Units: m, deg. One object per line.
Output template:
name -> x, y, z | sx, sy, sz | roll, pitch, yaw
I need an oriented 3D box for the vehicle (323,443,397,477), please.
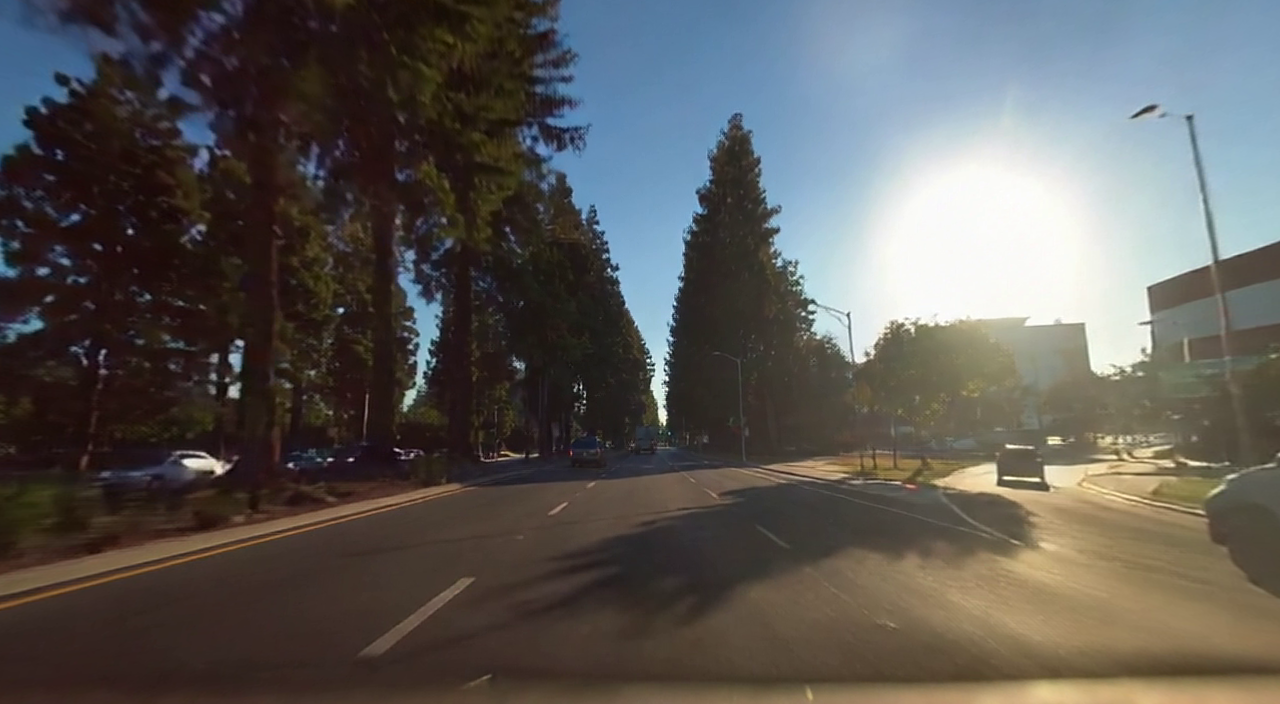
vehicle -> -16.129, 6.213, 36.616 | 2.182, 1.790, 4.713 | 0, -8, 0

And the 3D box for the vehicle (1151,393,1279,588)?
vehicle -> 7.631, 1.276, 5.424 | 2.381, 2.008, 5.971 | -2, -9, 11

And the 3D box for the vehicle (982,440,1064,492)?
vehicle -> 14.406, 4.241, 23.965 | 2.280, 1.757, 4.572 | -5, -10, 28

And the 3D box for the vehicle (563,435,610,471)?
vehicle -> -3.072, 5.941, 37.264 | 2.255, 1.940, 4.822 | 0, -8, 1

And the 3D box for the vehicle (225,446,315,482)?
vehicle -> -19.945, 6.060, 34.258 | 2.036, 1.770, 4.623 | 1, -10, 0

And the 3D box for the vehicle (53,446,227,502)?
vehicle -> -16.587, 4.015, 21.300 | 2.042, 1.654, 4.603 | 0, -9, 1
